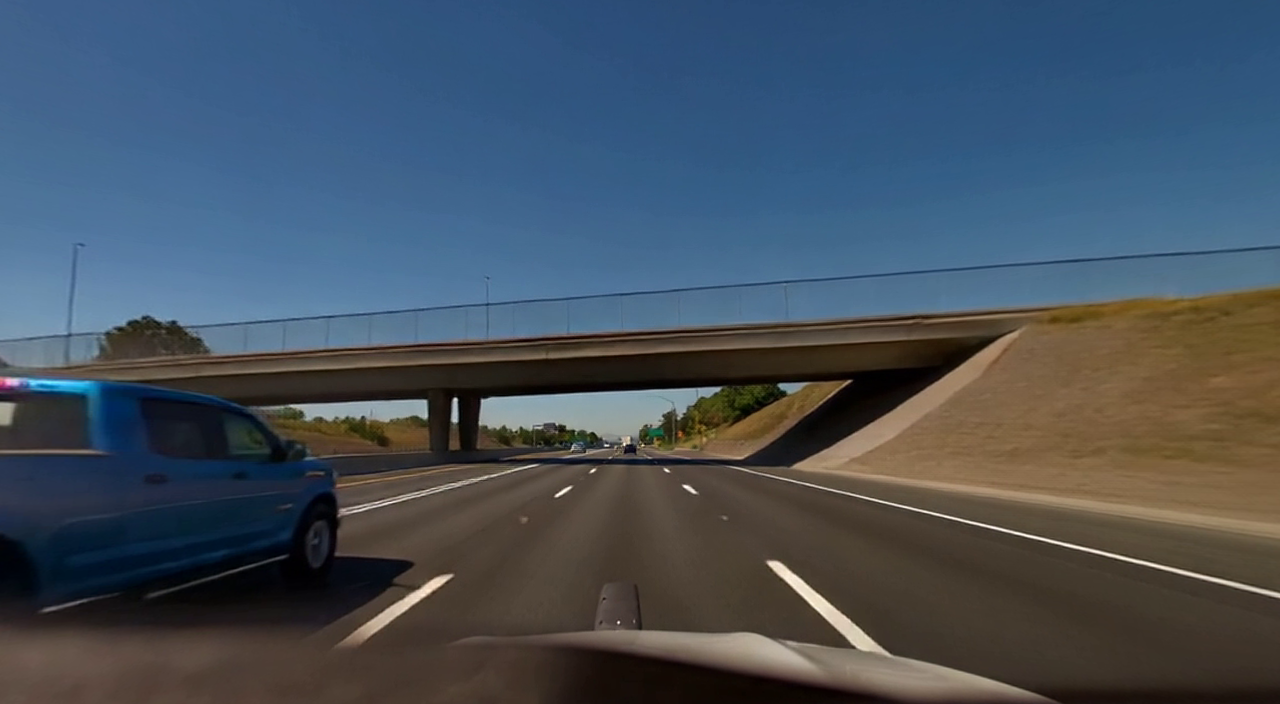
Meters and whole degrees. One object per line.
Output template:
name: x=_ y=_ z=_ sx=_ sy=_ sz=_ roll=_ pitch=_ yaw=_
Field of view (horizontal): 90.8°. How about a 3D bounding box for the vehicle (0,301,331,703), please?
vehicle: x=-4.282 y=0.790 z=3.096 sx=2.529 sy=2.003 sz=5.904 roll=0 pitch=-8 yaw=0
